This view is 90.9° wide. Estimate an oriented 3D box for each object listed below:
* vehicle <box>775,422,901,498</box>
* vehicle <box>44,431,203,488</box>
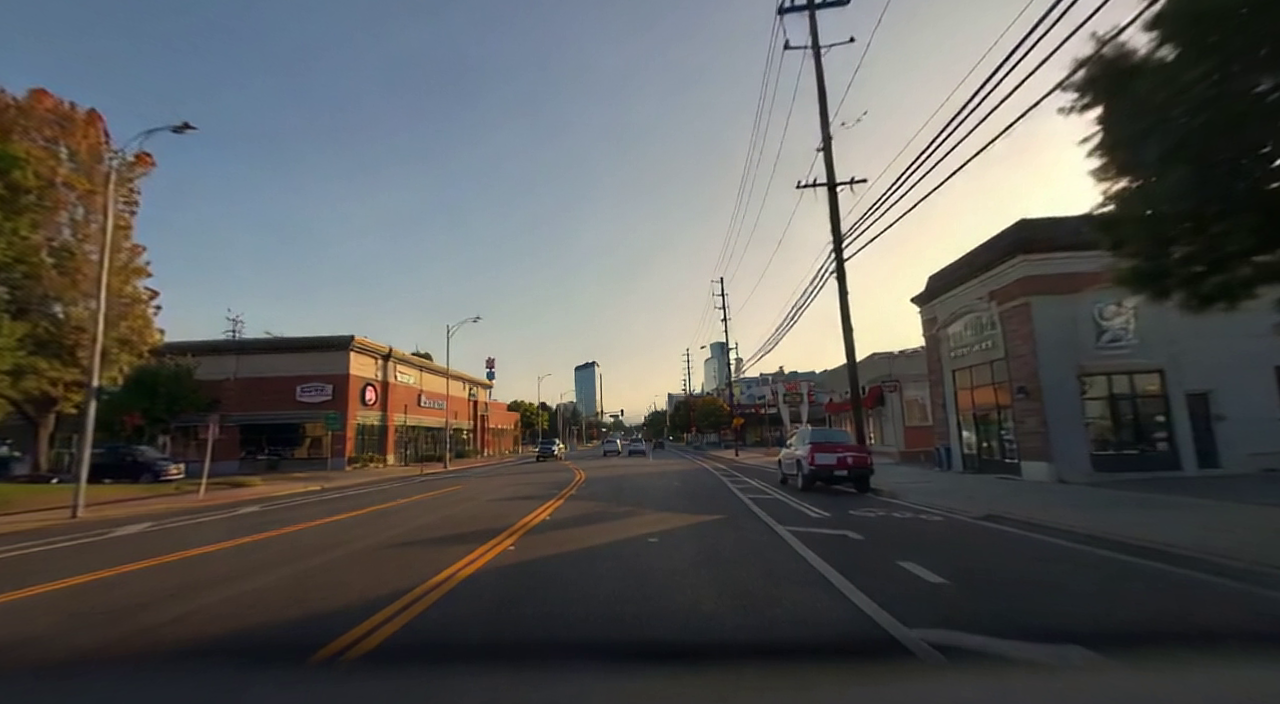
[{"bbox_3d":[5.377,3.013,17.921,2.182,1.850,4.705,0,-8,2],"label":"vehicle"},{"bbox_3d":[-20.978,4.347,25.799,4.632,2.049,1.973,-1,-7,-5],"label":"vehicle"}]
